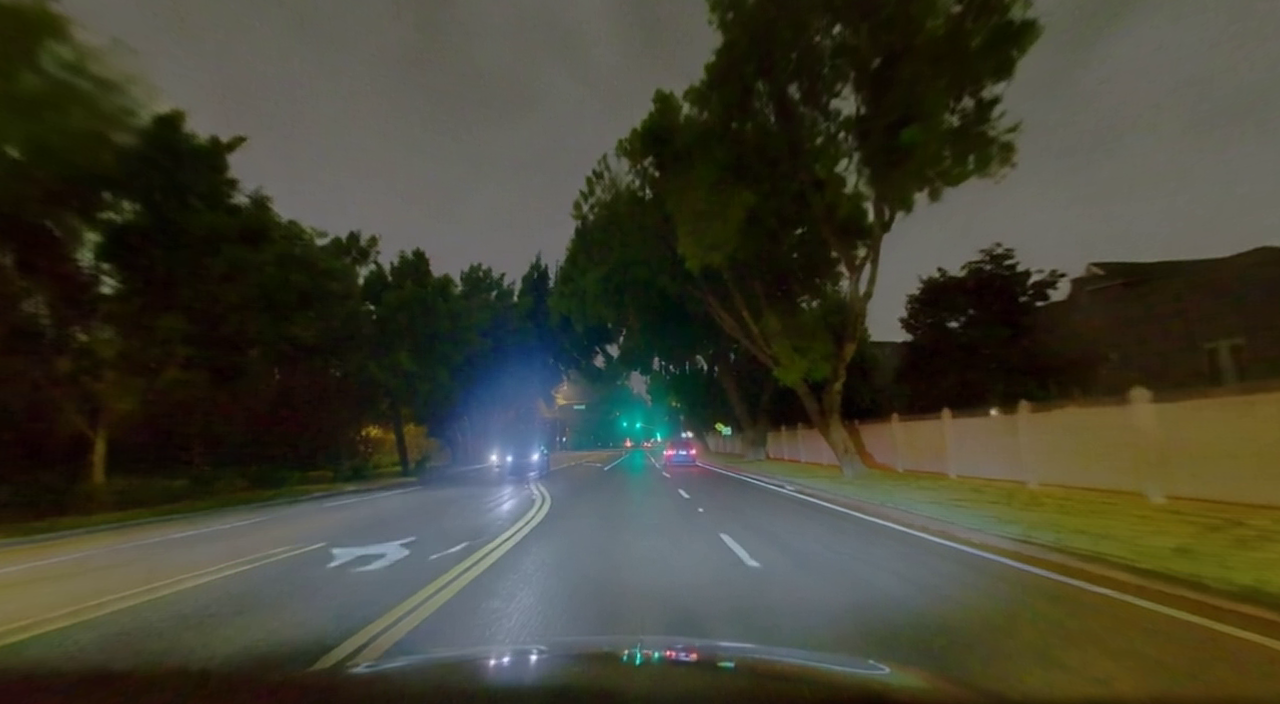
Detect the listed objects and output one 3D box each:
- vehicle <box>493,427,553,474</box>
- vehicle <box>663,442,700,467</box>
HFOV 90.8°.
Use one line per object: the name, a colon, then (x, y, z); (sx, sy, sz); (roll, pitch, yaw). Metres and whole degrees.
vehicle: (-6.776, 5.804, 37.336); (2.430, 2.517, 5.772); (0, -8, 0)
vehicle: (2.560, 6.410, 39.849); (1.991, 1.476, 4.153); (0, -8, -1)
